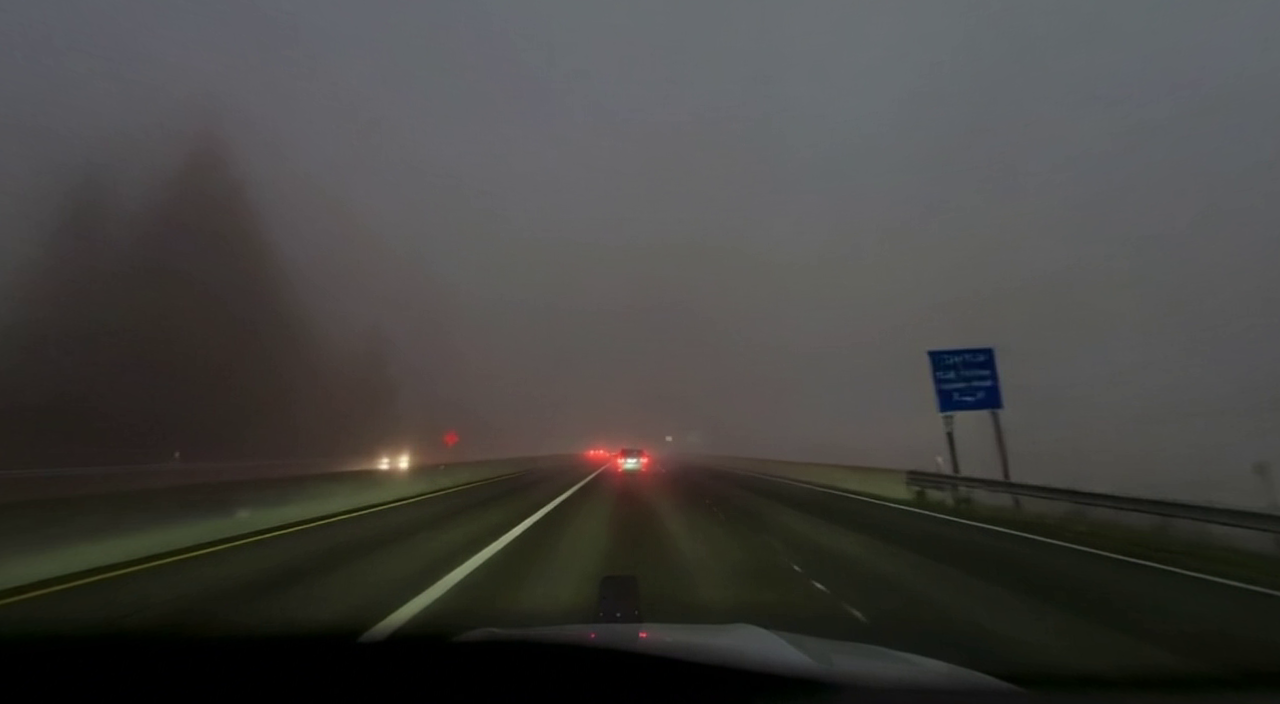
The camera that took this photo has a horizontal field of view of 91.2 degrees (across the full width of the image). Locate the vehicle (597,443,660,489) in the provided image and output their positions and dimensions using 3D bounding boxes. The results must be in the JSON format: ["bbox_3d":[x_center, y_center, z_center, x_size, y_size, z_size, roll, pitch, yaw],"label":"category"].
[{"bbox_3d":[-0.408,4.097,22.796,2.066,1.490,3.759,0,-9,-1],"label":"vehicle"}]

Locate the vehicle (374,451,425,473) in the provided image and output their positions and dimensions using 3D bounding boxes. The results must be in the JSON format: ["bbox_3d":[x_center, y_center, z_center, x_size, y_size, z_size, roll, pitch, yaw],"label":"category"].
[{"bbox_3d":[-17.293,7.929,45.312,1.893,1.464,4.526,-1,-9,0],"label":"vehicle"}]
